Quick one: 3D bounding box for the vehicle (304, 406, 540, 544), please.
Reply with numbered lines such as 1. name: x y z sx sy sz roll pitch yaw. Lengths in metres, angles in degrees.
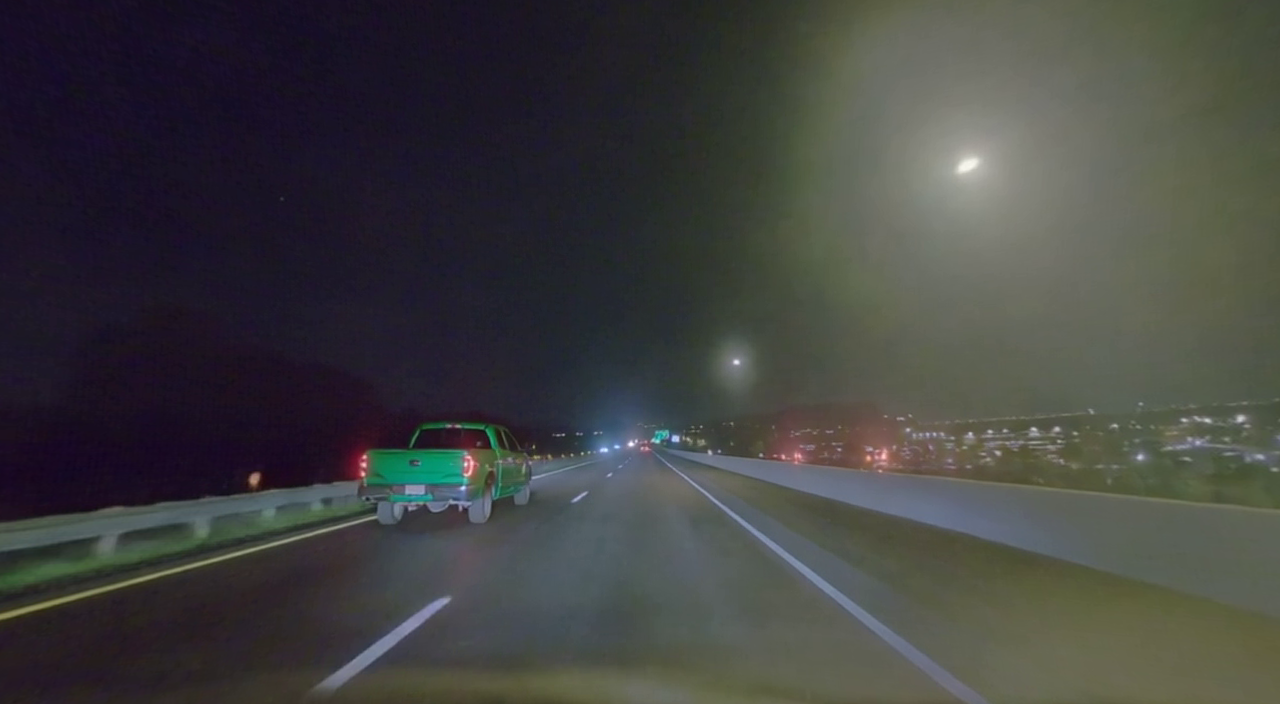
1. vehicle: -3.531 2.151 11.753 2.350 1.932 5.562 0 -8 1
